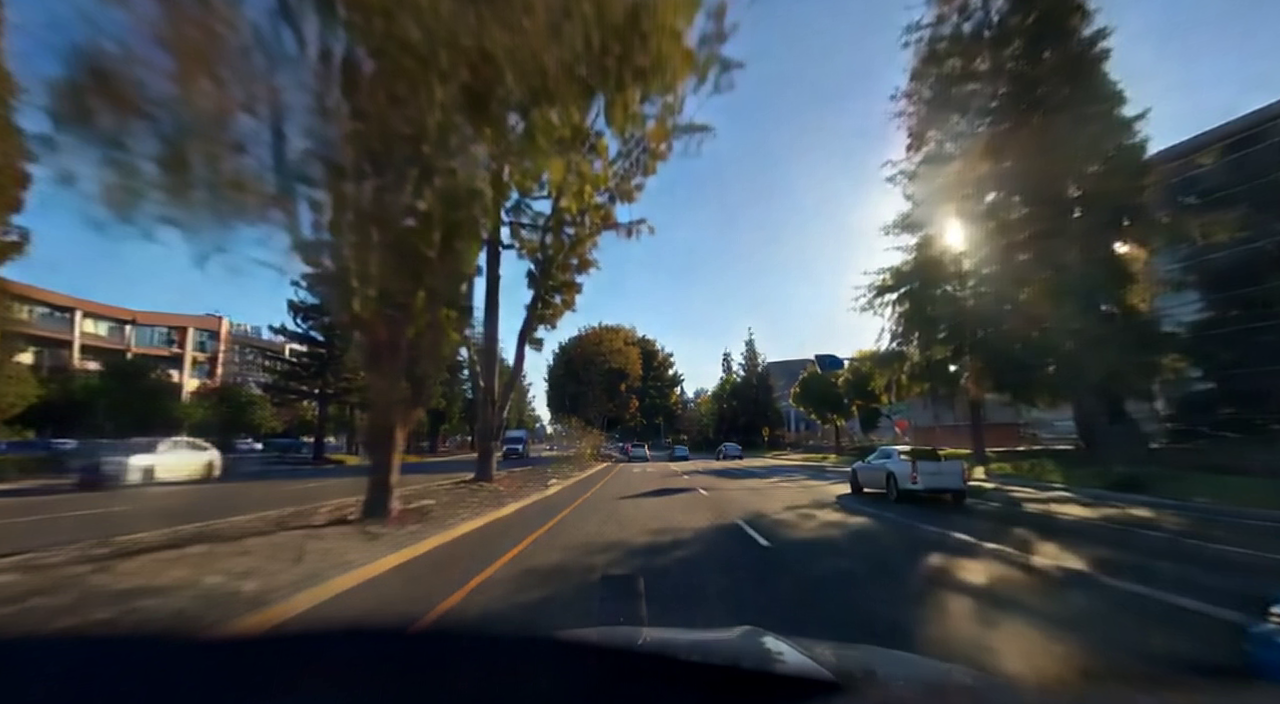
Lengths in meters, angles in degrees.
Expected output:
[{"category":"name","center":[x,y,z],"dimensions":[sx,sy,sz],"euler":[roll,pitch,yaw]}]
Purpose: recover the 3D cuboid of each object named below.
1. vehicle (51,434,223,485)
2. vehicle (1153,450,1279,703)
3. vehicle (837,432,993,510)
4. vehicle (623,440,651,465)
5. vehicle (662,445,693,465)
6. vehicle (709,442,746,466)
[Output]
[{"category":"vehicle","center":[-17.819,3.833,22.804],"dimensions":[2.005,1.628,4.940],"euler":[0,-9,2]},{"category":"vehicle","center":[3.286,0.779,0.561],"dimensions":[1.990,1.347,4.388],"euler":[0,-9,0]},{"category":"vehicle","center":[6.838,2.990,16.353],"dimensions":[1.987,1.730,4.373],"euler":[0,-9,-1]},{"category":"vehicle","center":[-0.267,7.838,49.308],"dimensions":[2.146,1.800,4.042],"euler":[0,-9,-1]},{"category":"vehicle","center":[2.847,7.903,48.685],"dimensions":[1.930,1.483,4.471],"euler":[0,-9,-2]},{"category":"vehicle","center":[6.278,7.379,45.868],"dimensions":[1.931,1.685,4.054],"euler":[0,-9,-3]}]
